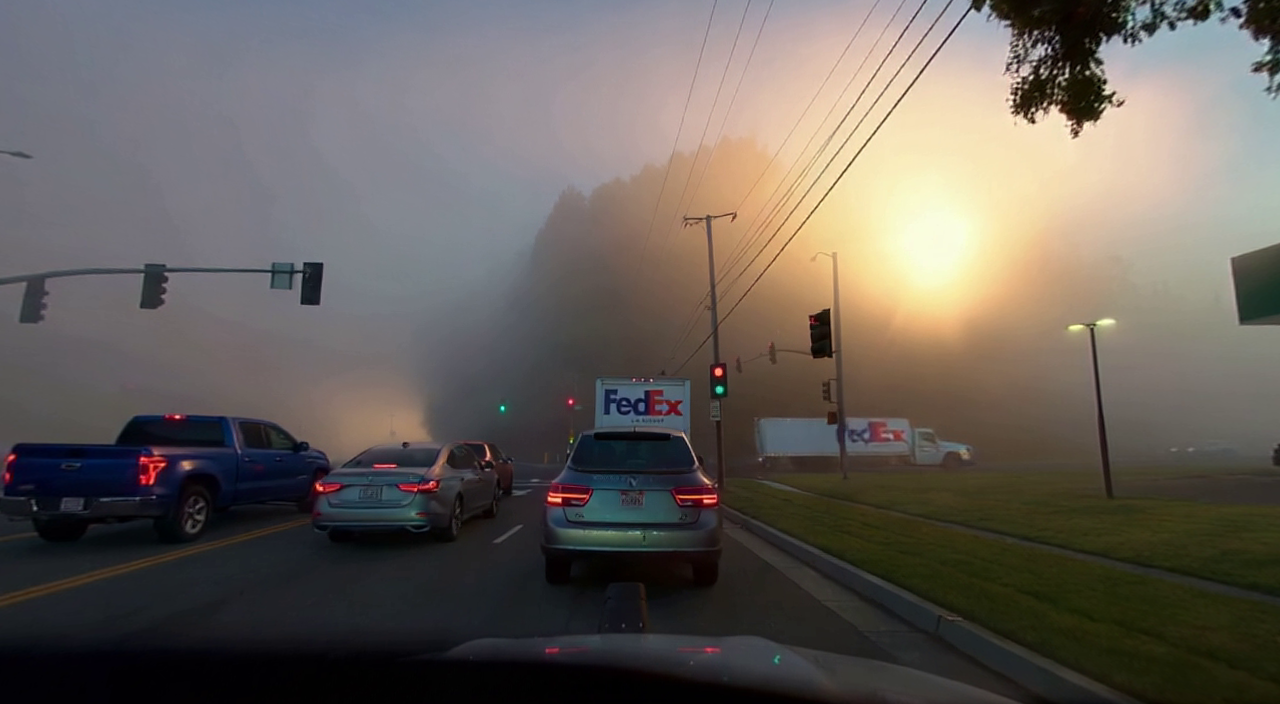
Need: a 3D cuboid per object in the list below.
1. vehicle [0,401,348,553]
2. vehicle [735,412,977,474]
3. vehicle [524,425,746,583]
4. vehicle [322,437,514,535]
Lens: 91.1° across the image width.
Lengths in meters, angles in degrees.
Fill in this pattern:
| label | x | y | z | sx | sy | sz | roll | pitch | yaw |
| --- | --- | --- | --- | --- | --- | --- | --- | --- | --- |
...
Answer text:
| label | x | y | z | sx | sy | sz | roll | pitch | yaw |
| --- | --- | --- | --- | --- | --- | --- | --- | --- | --- |
| vehicle | -7.299 | 1.983 | 10.713 | 2.125 | 1.893 | 5.498 | 0 | -9 | -2 |
| vehicle | 12.225 | 5.327 | 36.877 | 12.889 | 3.380 | 3.345 | -1 | -9 | 5 |
| vehicle | -0.042 | 1.795 | 8.283 | 2.145 | 1.513 | 4.269 | 0 | -9 | 0 |
| vehicle | -3.877 | 2.402 | 11.930 | 1.949 | 1.487 | 4.390 | 0 | -9 | 1 |
